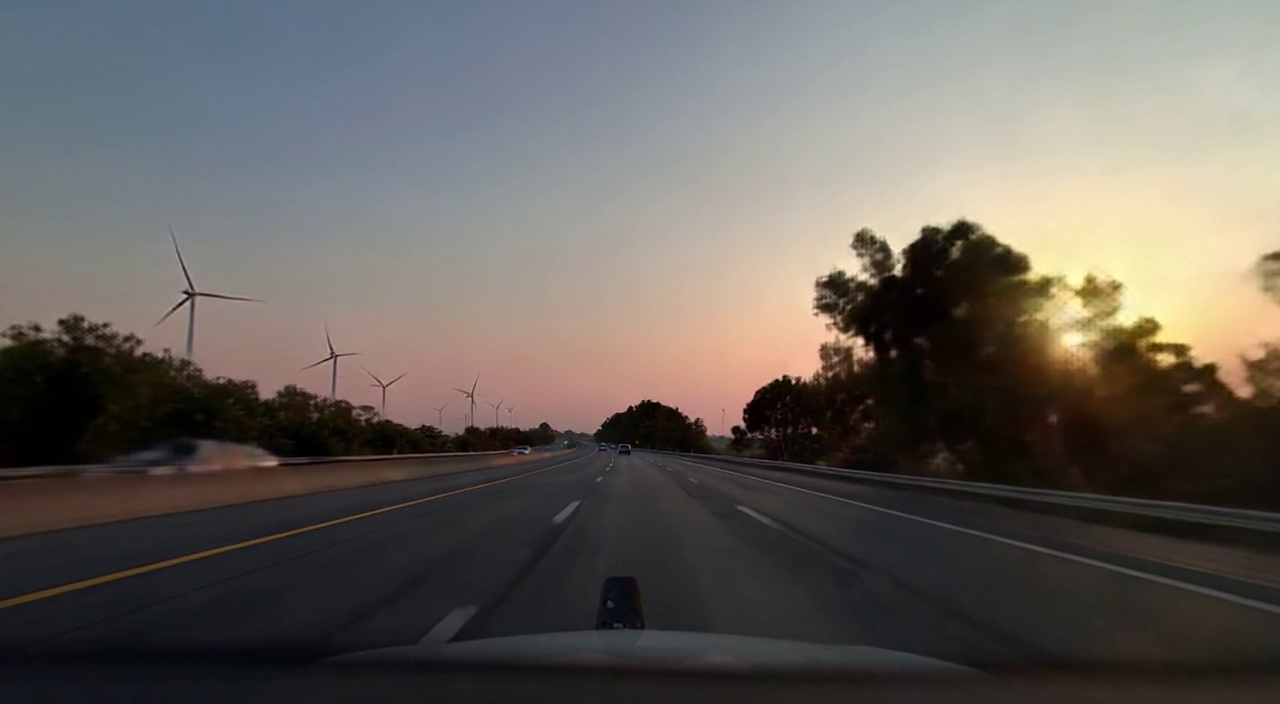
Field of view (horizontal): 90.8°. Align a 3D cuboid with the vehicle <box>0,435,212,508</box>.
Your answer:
[{"bbox_3d":[-12.883,2.793,15.174,1.942,1.473,4.687,0,-9,-1],"label":"vehicle"}]
